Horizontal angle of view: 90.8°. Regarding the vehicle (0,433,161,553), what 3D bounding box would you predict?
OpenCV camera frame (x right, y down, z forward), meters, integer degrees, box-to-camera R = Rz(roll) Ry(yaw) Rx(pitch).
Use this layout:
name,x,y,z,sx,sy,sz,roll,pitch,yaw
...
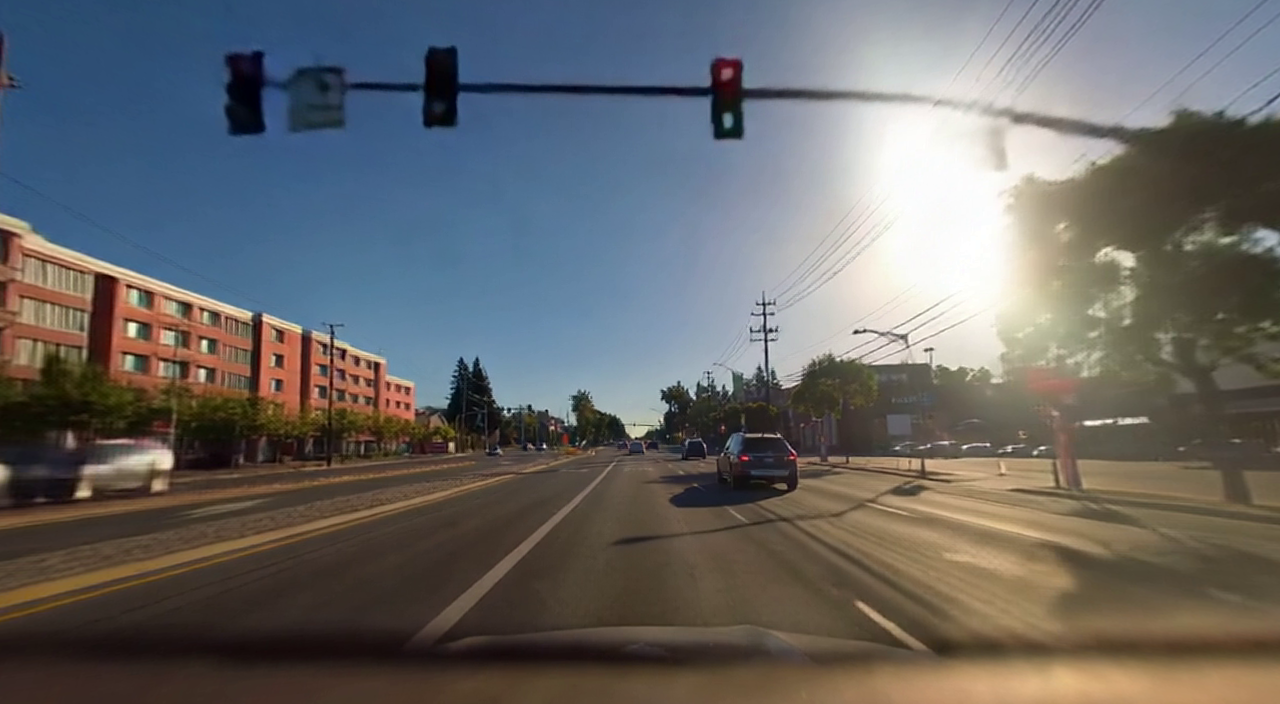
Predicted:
name,x,y,z,sx,sy,sz,roll,pitch,yaw
vehicle,-9.146,1.943,8.729,1.816,1.478,4.404,-2,-6,-3

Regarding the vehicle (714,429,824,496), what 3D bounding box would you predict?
name,x,y,z,sx,sy,sz,roll,pitch,yaw
vehicle,3.547,3.128,18.230,2.128,1.699,4.222,0,-8,-2
